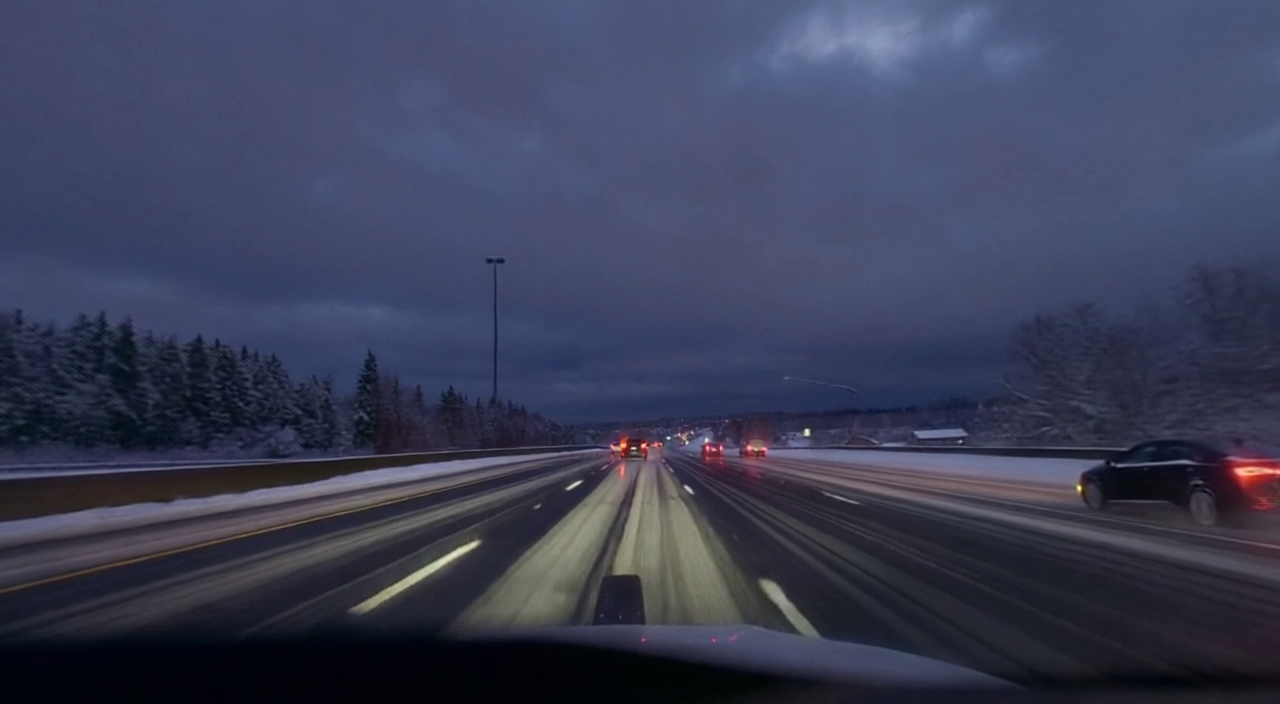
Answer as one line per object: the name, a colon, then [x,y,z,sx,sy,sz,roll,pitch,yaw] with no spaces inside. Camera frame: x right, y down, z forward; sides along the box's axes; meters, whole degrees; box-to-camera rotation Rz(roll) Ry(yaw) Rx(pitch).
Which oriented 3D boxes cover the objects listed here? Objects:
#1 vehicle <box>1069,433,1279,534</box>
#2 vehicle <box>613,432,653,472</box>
vehicle: [10.154,2.206,11.199,1.900,1.432,4.519,0,-8,0]
vehicle: [-0.282,5.024,31.889,1.893,1.827,4.513,0,-8,1]
